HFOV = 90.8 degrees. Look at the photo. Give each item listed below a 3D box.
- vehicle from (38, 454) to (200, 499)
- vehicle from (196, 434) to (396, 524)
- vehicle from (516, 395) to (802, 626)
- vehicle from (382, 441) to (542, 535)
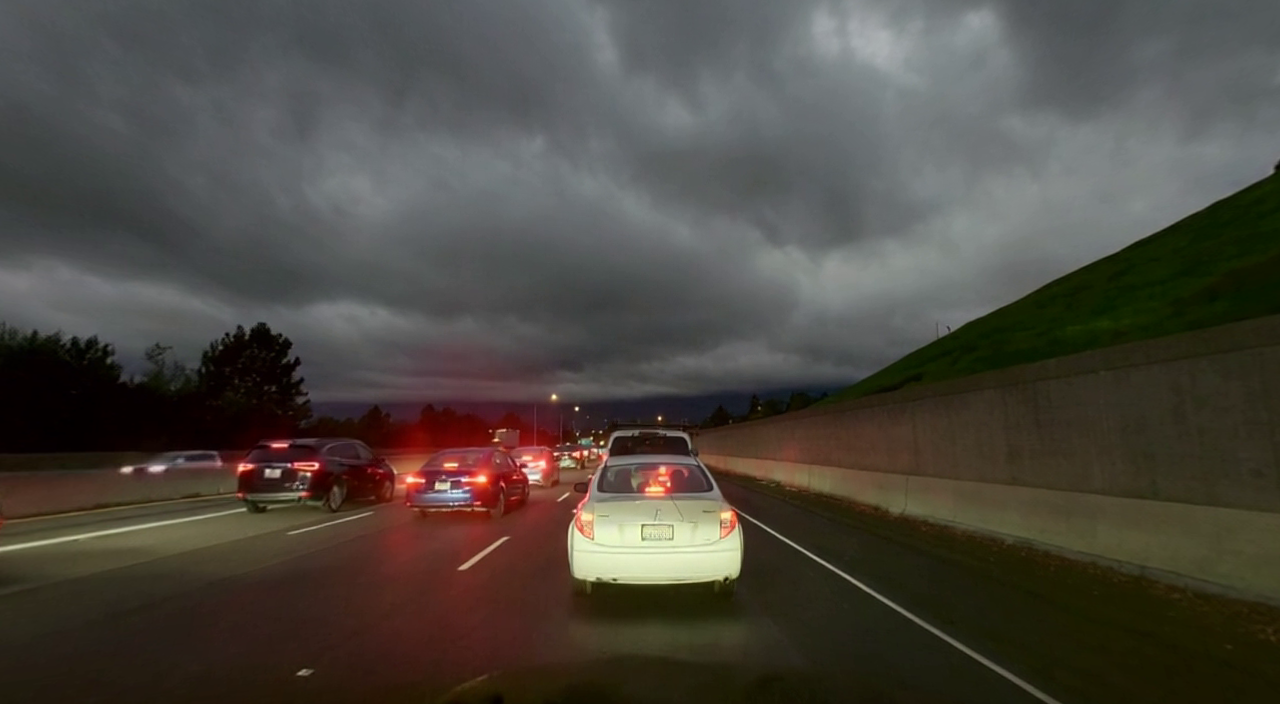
[{"bbox_3d":[-18.871,4.495,23.209,2.152,1.462,4.416,0,-9,1],"label":"vehicle"},{"bbox_3d":[-7.497,2.800,14.448,1.986,1.700,4.558,0,-9,0],"label":"vehicle"},{"bbox_3d":[0.105,1.635,7.614,2.210,1.760,5.303,0,-9,-1],"label":"vehicle"},{"bbox_3d":[-3.235,2.542,12.382,1.917,1.506,3.949,0,-9,1],"label":"vehicle"}]
